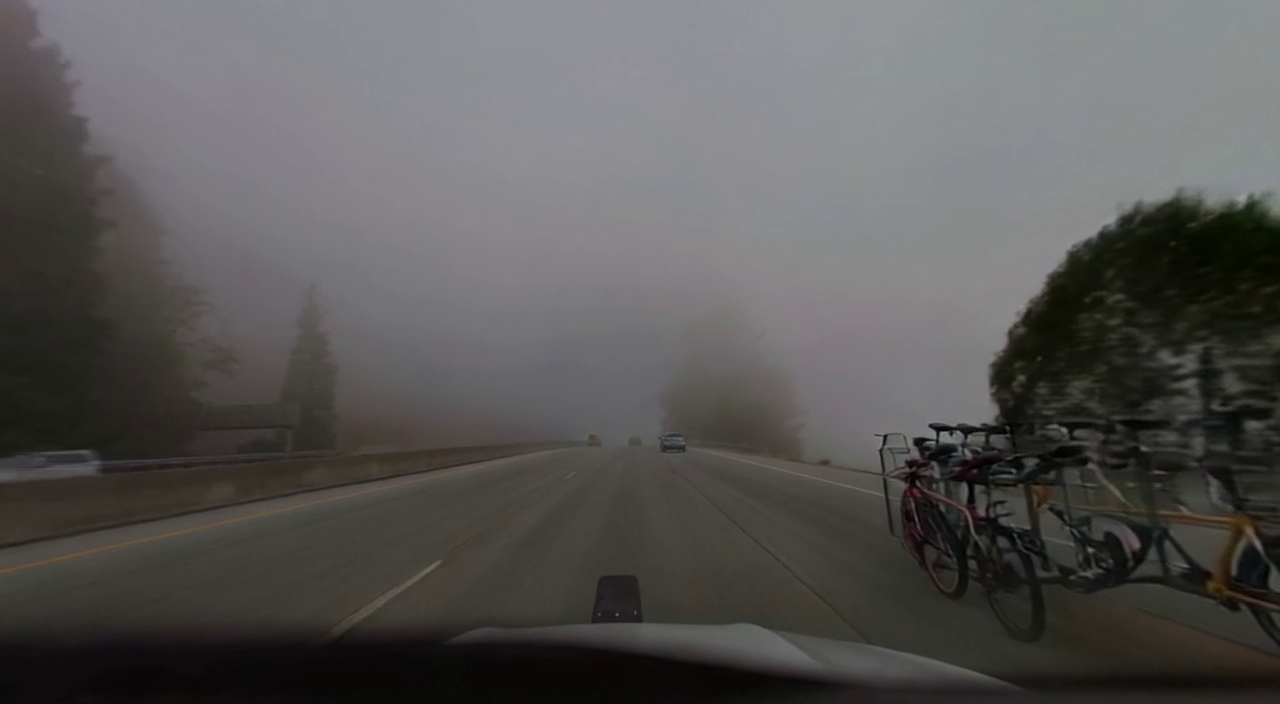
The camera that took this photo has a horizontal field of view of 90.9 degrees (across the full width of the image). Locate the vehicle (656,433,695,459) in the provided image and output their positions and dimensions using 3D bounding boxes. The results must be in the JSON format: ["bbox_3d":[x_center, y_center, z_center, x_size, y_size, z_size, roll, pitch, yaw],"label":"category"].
[{"bbox_3d":[2.040,5.587,37.583,1.911,1.449,3.776,0,-8,-3],"label":"vehicle"}]
